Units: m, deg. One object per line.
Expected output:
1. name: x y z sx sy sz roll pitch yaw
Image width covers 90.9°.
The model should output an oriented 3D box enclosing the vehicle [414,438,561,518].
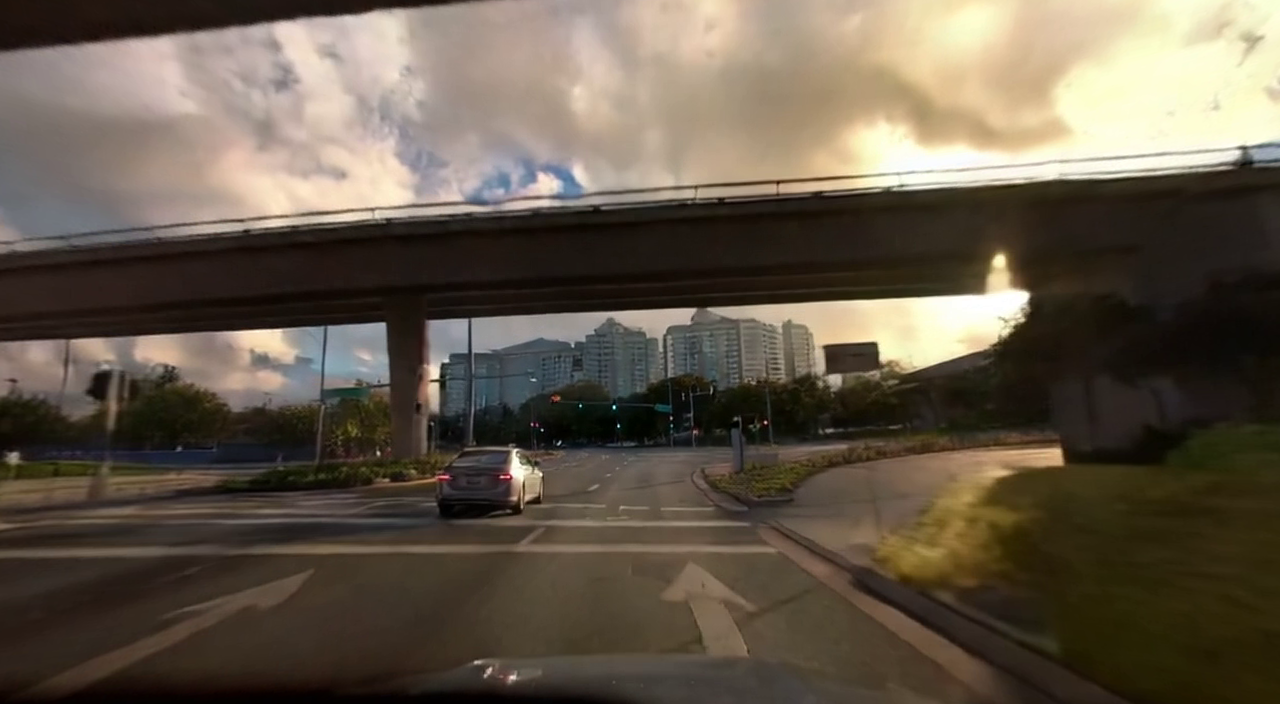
1. vehicle: -3.106 2.686 13.960 1.963 1.460 4.614 -1 -9 2
